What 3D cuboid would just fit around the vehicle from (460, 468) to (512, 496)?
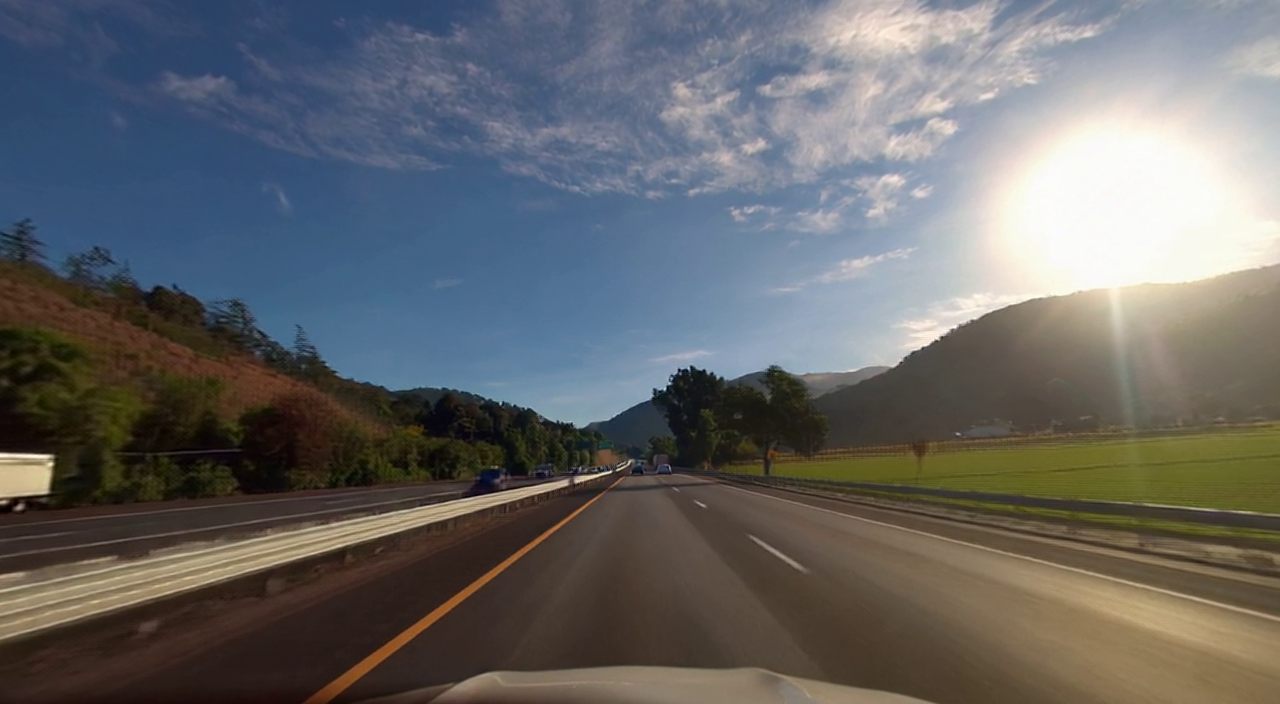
[{"bbox_3d":[-8.816,7.441,36.244,1.902,1.477,4.113,1,-10,0],"label":"vehicle"}]
